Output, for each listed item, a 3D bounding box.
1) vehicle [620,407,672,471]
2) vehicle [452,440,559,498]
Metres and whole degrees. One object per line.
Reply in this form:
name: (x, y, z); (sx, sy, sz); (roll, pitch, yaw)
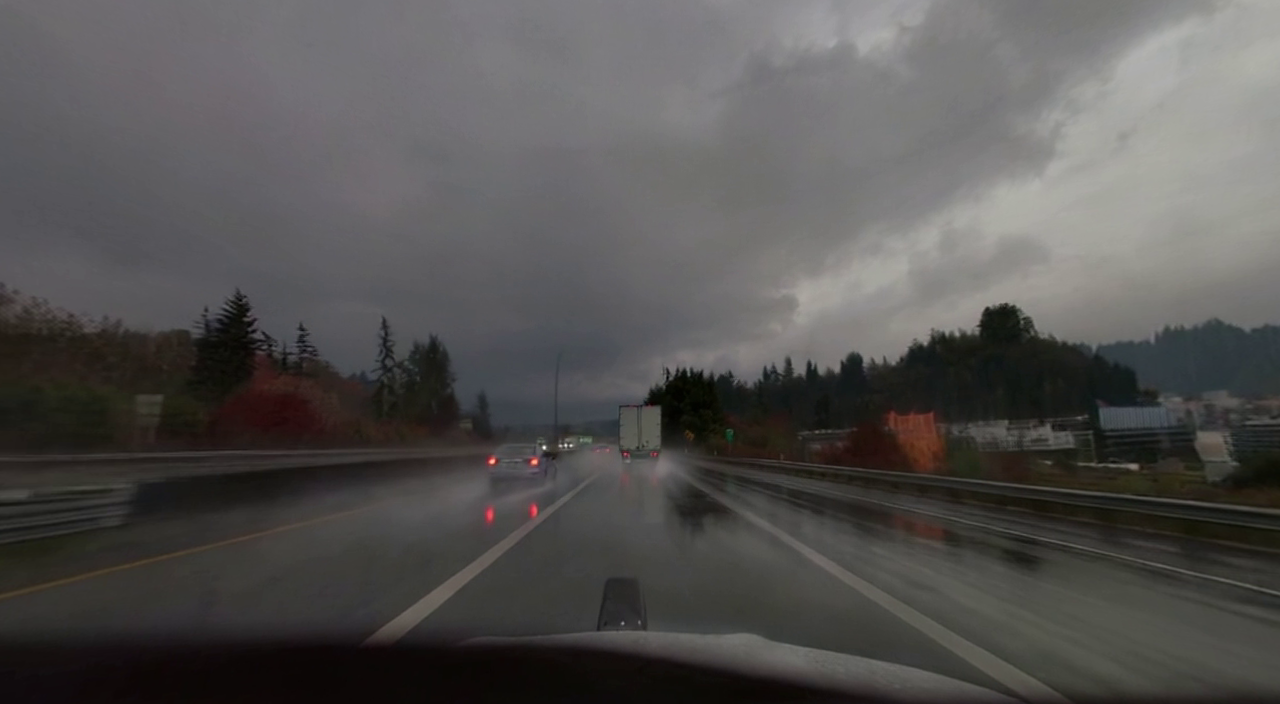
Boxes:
vehicle: (0.210, 5.705, 40.680); (2.893, 3.628, 9.081); (0, -9, -2)
vehicle: (-3.907, 3.501, 19.334); (2.114, 1.523, 5.110); (0, -9, 0)
